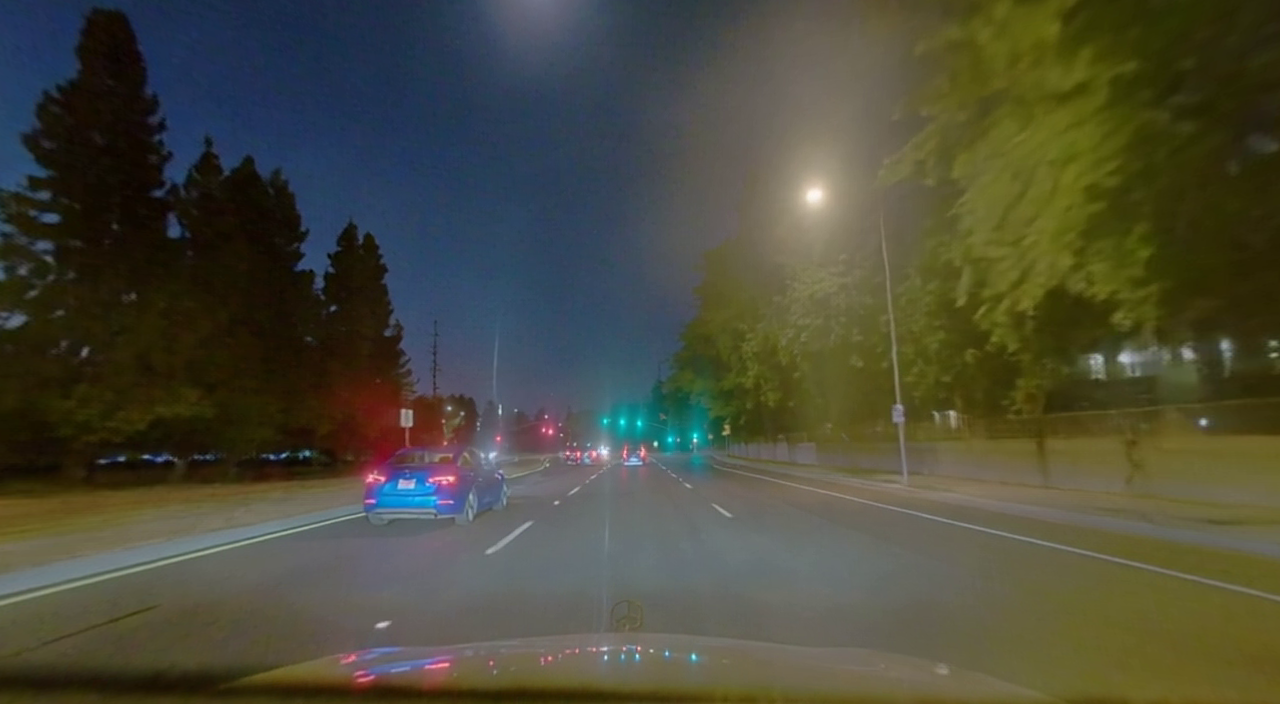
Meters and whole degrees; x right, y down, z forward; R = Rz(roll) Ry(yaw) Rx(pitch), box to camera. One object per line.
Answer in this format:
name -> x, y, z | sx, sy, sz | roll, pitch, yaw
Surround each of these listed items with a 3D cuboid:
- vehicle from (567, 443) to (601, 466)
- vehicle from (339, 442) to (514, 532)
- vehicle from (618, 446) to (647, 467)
vehicle -> -4.080, 7.535, 46.444 | 2.103, 1.592, 4.160 | 0, -9, 0
vehicle -> -3.878, 2.503, 12.397 | 1.905, 1.418, 4.396 | 0, -9, 0
vehicle -> -0.526, 7.300, 44.329 | 1.991, 1.431, 4.199 | 0, -9, -1
